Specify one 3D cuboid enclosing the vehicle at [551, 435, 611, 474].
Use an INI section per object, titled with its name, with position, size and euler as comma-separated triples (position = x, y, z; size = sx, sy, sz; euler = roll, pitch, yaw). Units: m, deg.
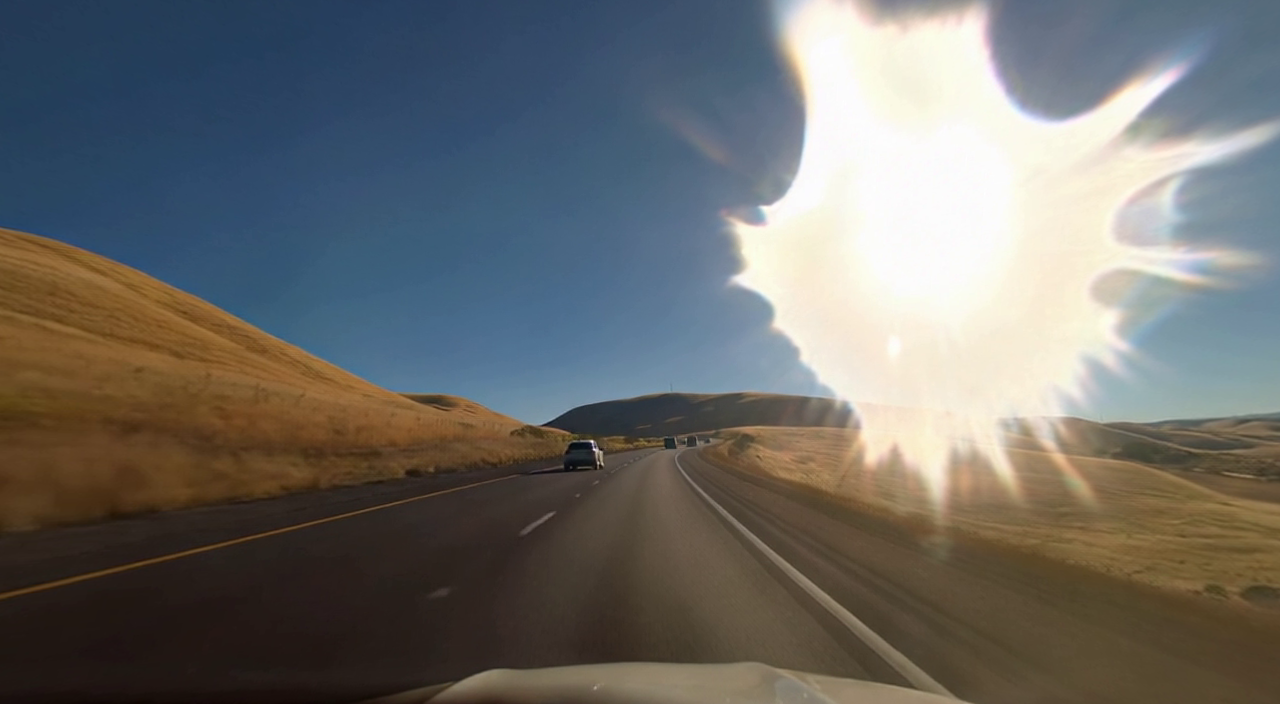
[vehicle]
position = -2.794, 5.038, 31.130
size = 2.252, 1.743, 4.560
euler = -1, -9, 4
